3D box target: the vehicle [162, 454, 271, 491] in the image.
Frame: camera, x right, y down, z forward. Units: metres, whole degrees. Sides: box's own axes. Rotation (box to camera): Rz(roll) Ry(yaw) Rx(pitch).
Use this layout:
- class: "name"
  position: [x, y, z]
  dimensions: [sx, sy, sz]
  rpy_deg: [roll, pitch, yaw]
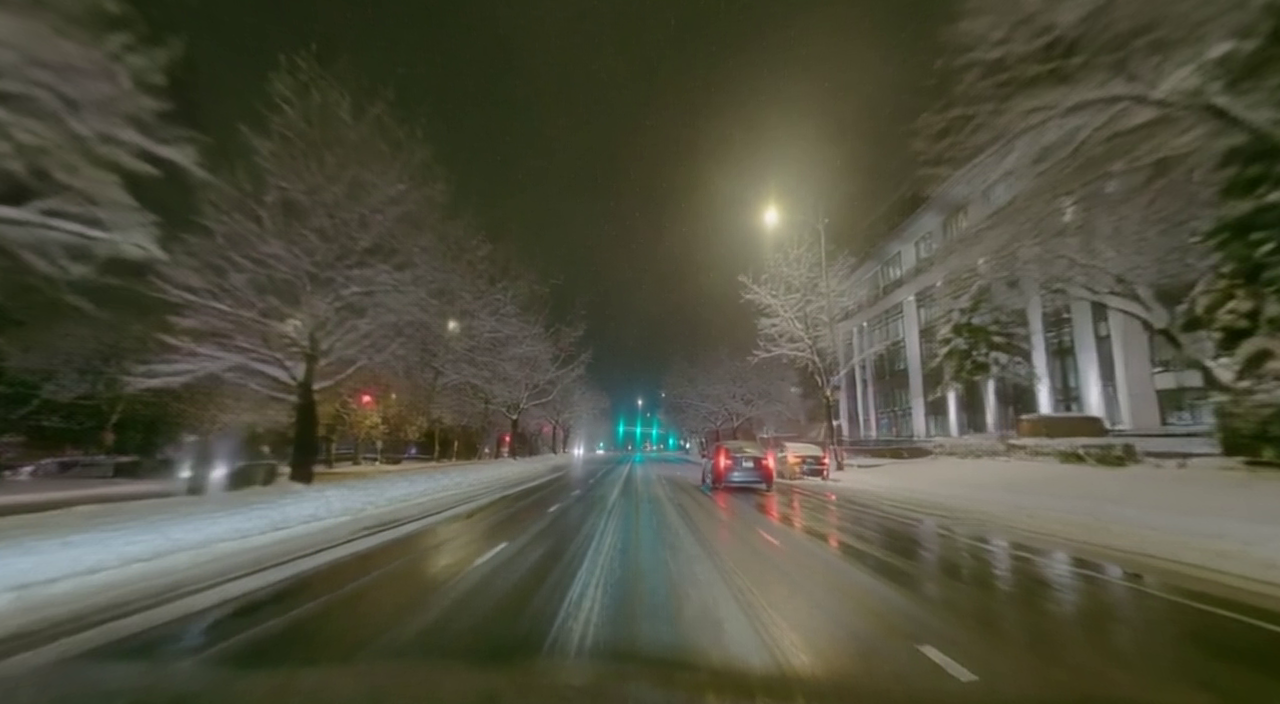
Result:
- class: "vehicle"
  position: [-19.350, 5.485, 29.176]
  dimensions: [1.839, 1.481, 4.585]
  rpy_deg: [0, -8, 0]

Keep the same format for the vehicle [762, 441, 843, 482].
- class: "vehicle"
  position: [6.739, 4.586, 26.851]
  dimensions: [1.918, 1.544, 4.871]
  rpy_deg: [-1, -8, -3]

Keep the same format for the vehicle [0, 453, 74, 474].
- class: "vehicle"
  position: [-44.365, 8.072, 45.914]
  dimensions: [4.471, 1.466, 1.887]
  rpy_deg: [0, -8, -1]

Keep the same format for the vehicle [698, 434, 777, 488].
- class: "vehicle"
  position: [3.367, 3.857, 22.802]
  dimensions: [2.083, 1.743, 4.354]
  rpy_deg: [0, -8, -1]
